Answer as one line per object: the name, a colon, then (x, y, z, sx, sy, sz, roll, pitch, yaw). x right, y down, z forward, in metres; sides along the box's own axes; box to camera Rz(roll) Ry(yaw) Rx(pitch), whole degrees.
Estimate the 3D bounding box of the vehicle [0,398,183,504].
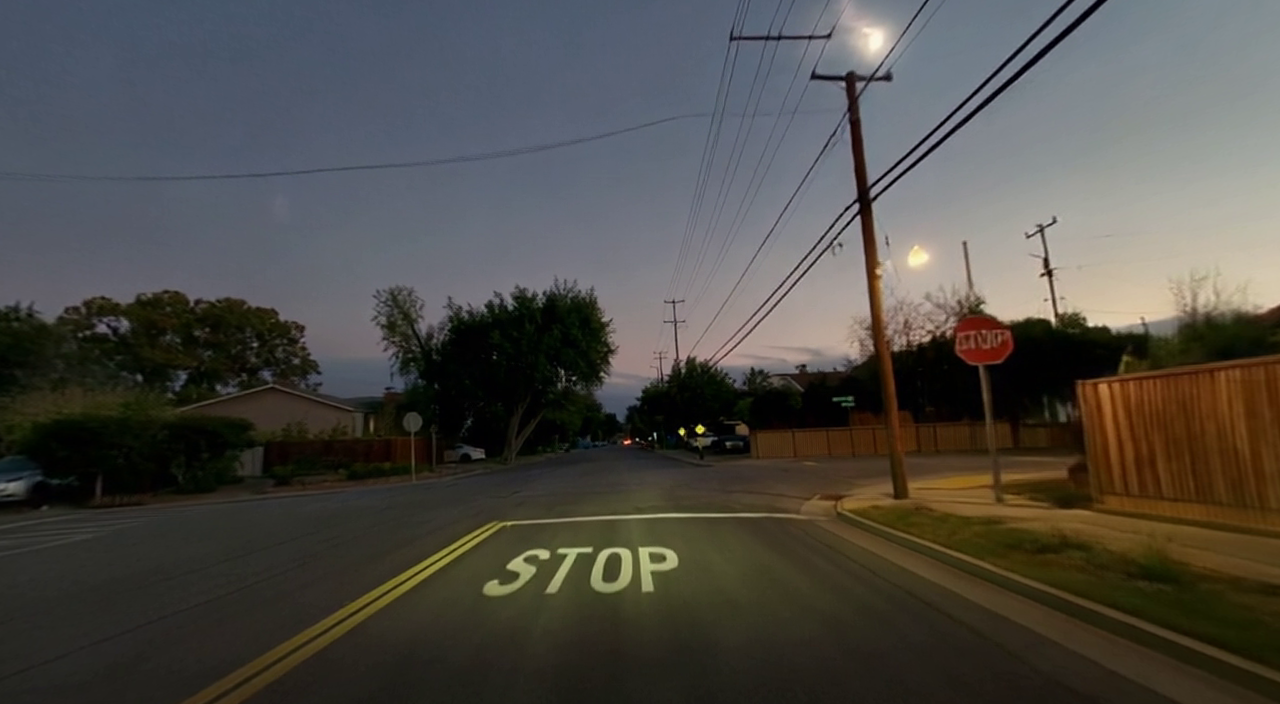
vehicle: (-20.076, 3.830, 23.457, 2.842, 3.181, 8.576, 6, -12, -22)
